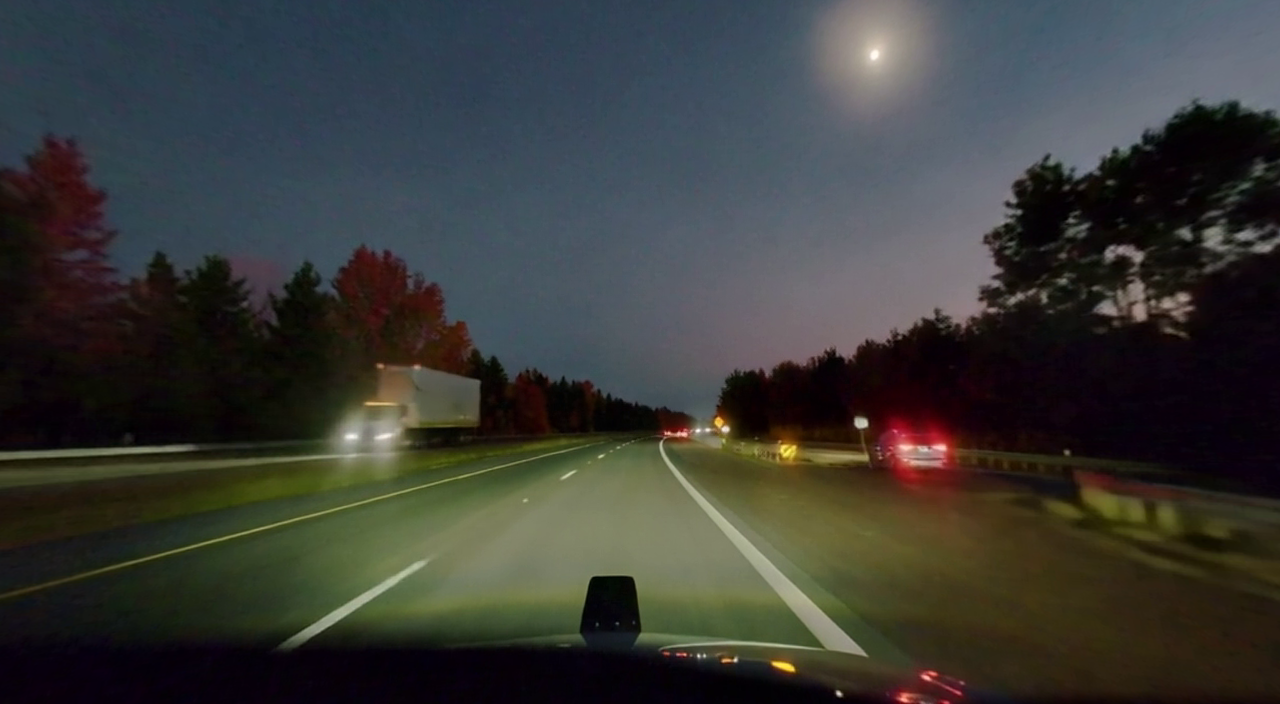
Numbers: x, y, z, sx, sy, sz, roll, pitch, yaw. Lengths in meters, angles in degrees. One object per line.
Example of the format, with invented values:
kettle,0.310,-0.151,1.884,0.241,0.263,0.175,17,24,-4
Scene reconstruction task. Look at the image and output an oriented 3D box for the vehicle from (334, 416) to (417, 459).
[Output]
vehicle,-14.652,4.802,35.178,2.359,2.212,4.973,0,-8,2
